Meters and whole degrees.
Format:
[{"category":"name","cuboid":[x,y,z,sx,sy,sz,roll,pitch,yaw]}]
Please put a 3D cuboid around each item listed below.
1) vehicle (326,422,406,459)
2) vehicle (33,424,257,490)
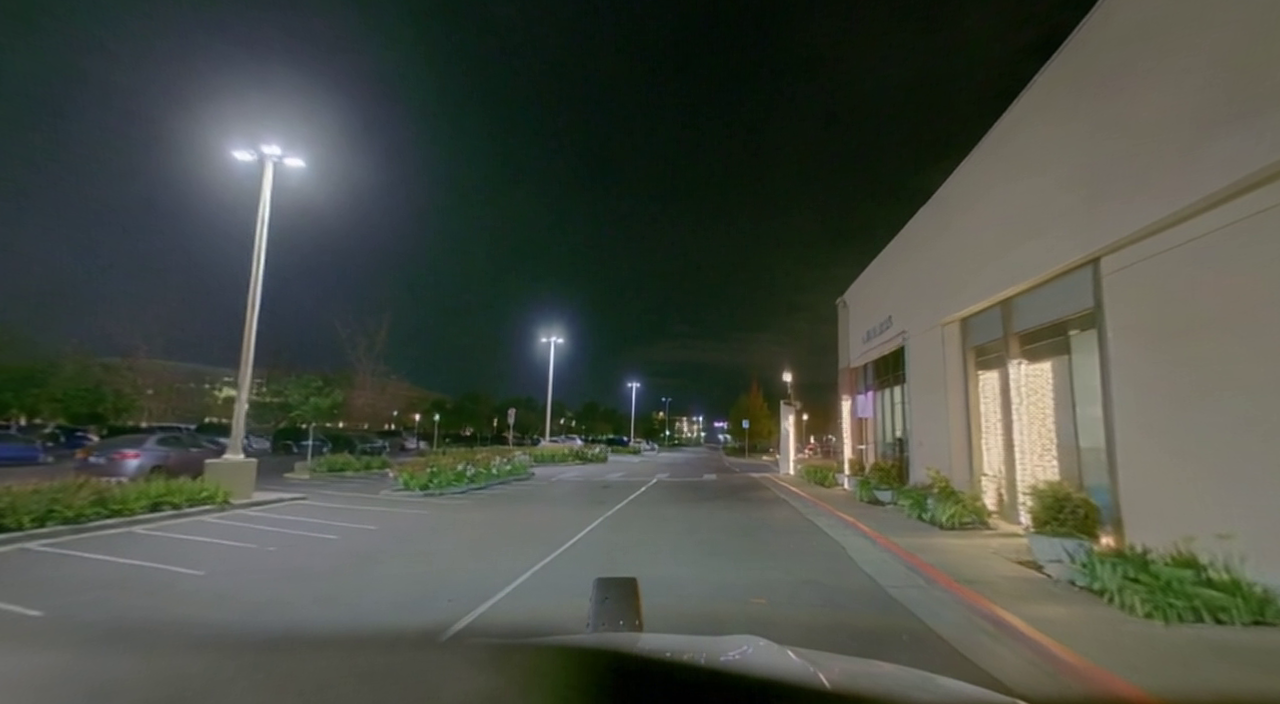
[{"category":"vehicle","cuboid":[-15.391,4.988,35.815,1.972,1.923,4.535,-1,-8,8]},{"category":"vehicle","cuboid":[-12.408,2.638,16.331,1.847,1.443,4.484,-1,-8,6]}]
